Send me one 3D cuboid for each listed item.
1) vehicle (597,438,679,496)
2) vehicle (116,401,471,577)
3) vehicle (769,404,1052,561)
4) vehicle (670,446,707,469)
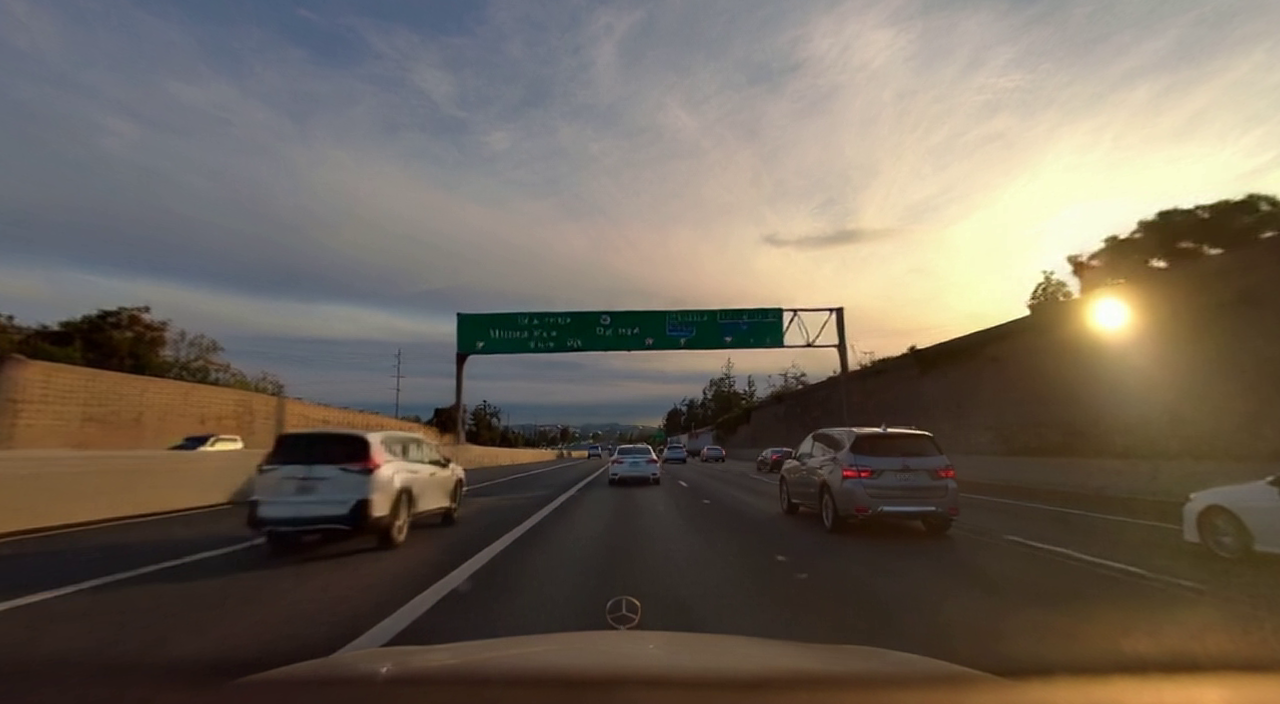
[{"bbox_3d":[-0.105,3.280,18.374,2.098,1.475,3.997,0,-9,-1],"label":"vehicle"},{"bbox_3d":[-4.218,1.773,9.028,2.218,1.776,5.031,0,-9,0],"label":"vehicle"},{"bbox_3d":[3.621,1.856,9.713,2.162,1.800,4.693,0,-9,-1],"label":"vehicle"},{"bbox_3d":[3.244,7.191,43.281,1.998,1.490,4.296,0,-9,-3],"label":"vehicle"}]
